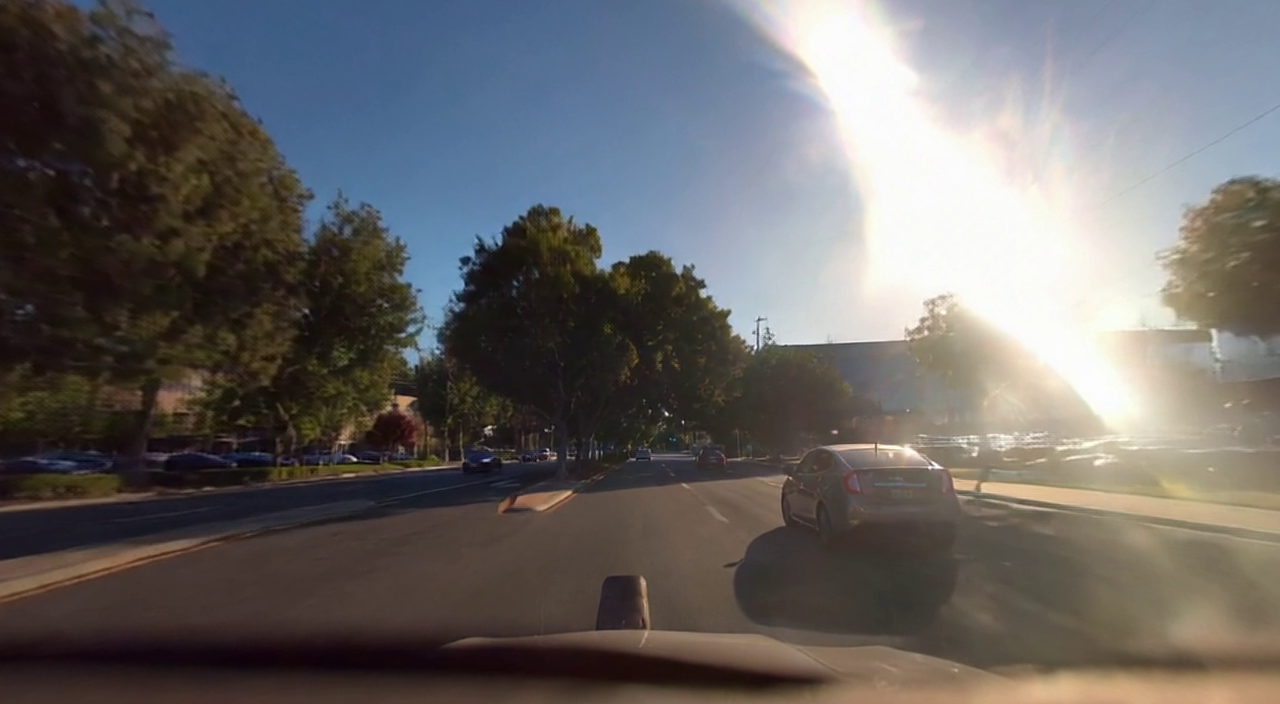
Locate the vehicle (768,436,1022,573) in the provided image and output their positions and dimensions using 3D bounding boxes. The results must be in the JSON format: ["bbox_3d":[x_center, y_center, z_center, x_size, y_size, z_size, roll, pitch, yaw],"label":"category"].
[{"bbox_3d":[3.303,2.048,9.261,1.935,1.501,4.384,0,-9,1],"label":"vehicle"}]

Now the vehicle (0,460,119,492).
[{"bbox_3d":[-29.263,6.164,31.357,4.707,1.474,1.964,0,-9,1],"label":"vehicle"}]

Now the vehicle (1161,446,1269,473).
[{"bbox_3d":[38.264,7.139,41.889,1.972,1.705,5.035,8,-12,-43],"label":"vehicle"}]

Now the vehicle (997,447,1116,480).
[{"bbox_3d":[19.309,5.168,29.268,4.127,1.462,1.861,-1,-9,4],"label":"vehicle"}]

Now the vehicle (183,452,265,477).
[{"bbox_3d":[-29.475,7.982,44.560,4.409,1.676,1.917,0,-9,-3],"label":"vehicle"}]

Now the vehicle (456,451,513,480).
[{"bbox_3d":[-8.484,6.219,34.598,1.946,1.464,4.376,0,-9,1],"label":"vehicle"}]
